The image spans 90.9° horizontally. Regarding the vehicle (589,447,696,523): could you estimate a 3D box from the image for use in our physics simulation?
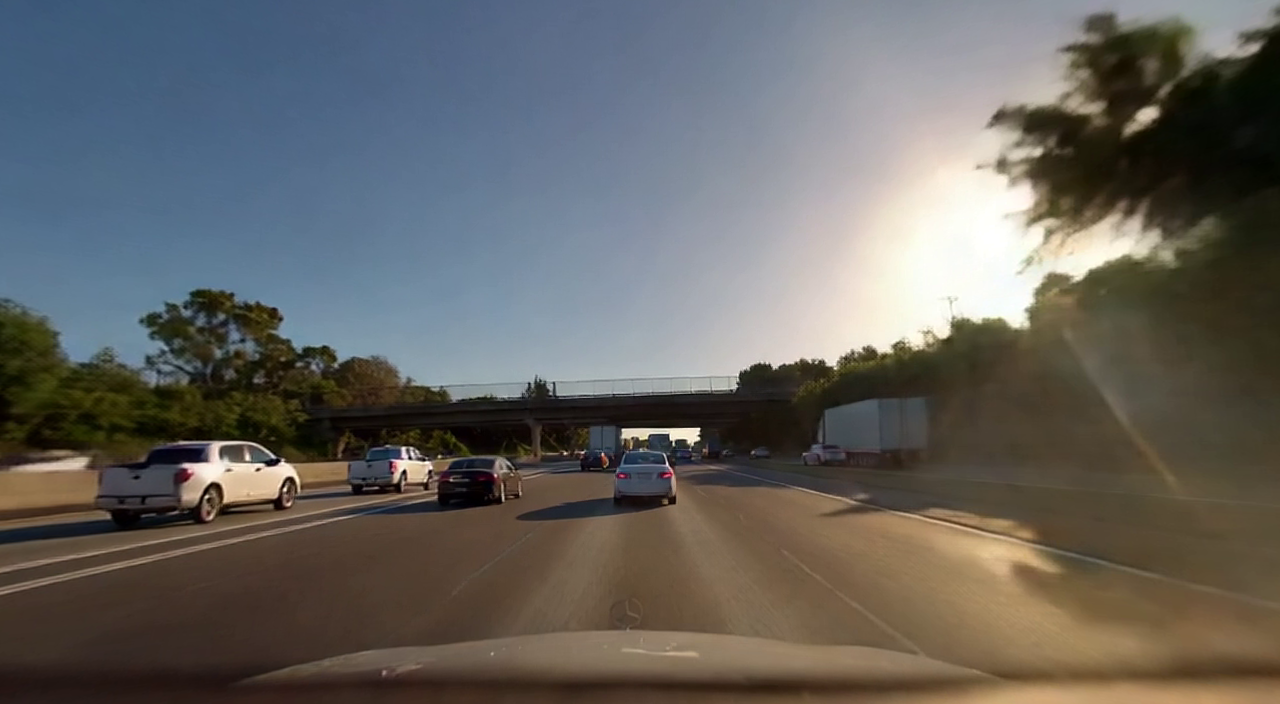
[{"bbox_3d":[0.073,2.887,14.183,2.057,1.449,3.931,0,-9,1],"label":"vehicle"}]

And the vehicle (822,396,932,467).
[{"bbox_3d":[15.579,5.567,42.961,2.825,4.085,12.815,0,-9,1],"label":"vehicle"}]

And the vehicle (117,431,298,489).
[{"bbox_3d":[-31.603,8.032,47.609,2.803,3.665,14.746,-1,-9,2],"label":"vehicle"}]

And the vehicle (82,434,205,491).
[{"bbox_3d":[-31.844,7.074,40.802,2.761,3.380,5.944,-1,-9,3],"label":"vehicle"}]

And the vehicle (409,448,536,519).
[{"bbox_3d":[-3.970,3.176,15.784,1.929,1.509,4.331,0,-9,1],"label":"vehicle"}]

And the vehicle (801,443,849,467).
[{"bbox_3d":[11.939,6.673,40.903,1.892,1.504,4.000,0,-9,0],"label":"vehicle"}]
